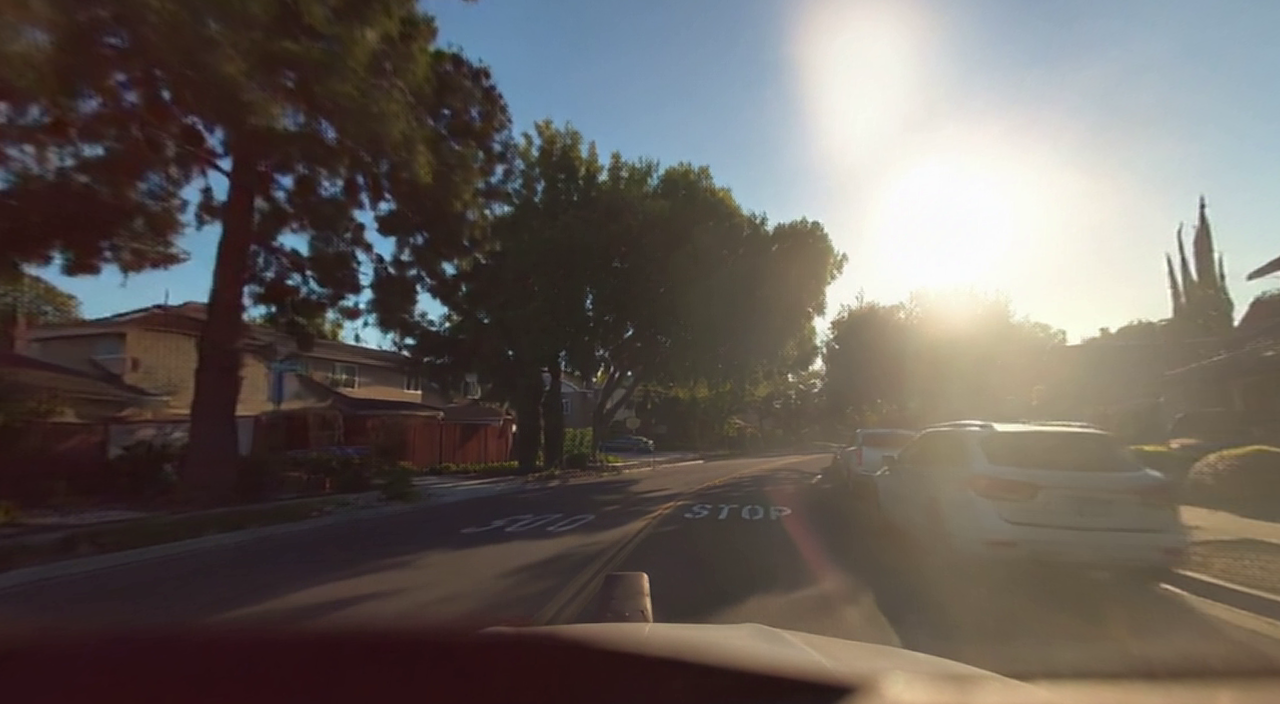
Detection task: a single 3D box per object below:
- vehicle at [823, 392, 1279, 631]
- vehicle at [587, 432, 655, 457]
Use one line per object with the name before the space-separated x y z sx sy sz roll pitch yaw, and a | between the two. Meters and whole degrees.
vehicle | 3.761 1.473 6.917 2.692 1.649 4.689 -1 -9 8
vehicle | -1.459 7.150 48.499 4.870 1.813 1.910 -4 -9 21
